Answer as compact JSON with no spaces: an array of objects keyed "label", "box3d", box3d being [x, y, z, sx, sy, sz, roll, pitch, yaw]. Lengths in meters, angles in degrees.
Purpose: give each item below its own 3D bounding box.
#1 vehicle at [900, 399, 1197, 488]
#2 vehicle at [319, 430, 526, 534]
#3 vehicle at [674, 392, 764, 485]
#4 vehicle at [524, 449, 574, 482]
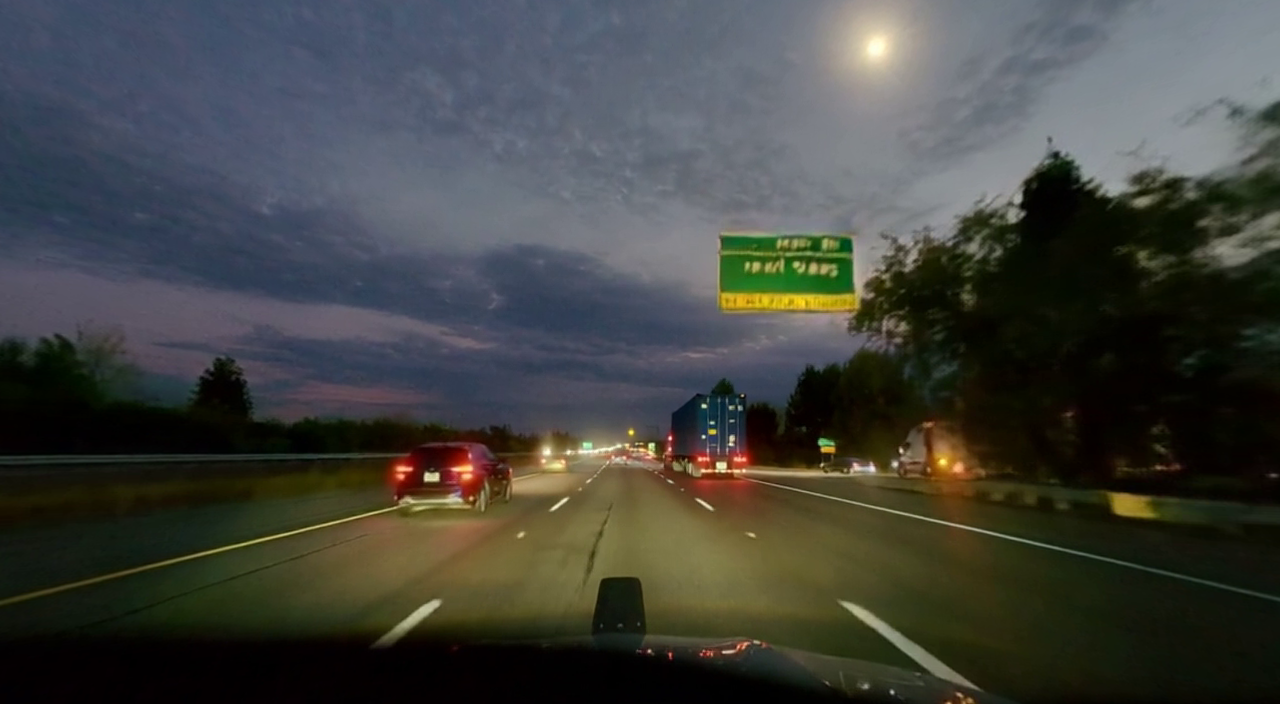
[{"label":"vehicle","box3d":[23.666,5.829,39.355,3.081,4.331,17.117,3,-10,-19]},{"label":"vehicle","box3d":[-3.969,2.500,12.756,2.370,1.647,5.091,0,-9,0]},{"label":"vehicle","box3d":[3.791,4.792,34.083,2.821,4.046,12.876,0,-9,-2]},{"label":"vehicle","box3d":[-4.505,5.690,31.752,2.063,1.532,3.763,0,-9,-1]}]
